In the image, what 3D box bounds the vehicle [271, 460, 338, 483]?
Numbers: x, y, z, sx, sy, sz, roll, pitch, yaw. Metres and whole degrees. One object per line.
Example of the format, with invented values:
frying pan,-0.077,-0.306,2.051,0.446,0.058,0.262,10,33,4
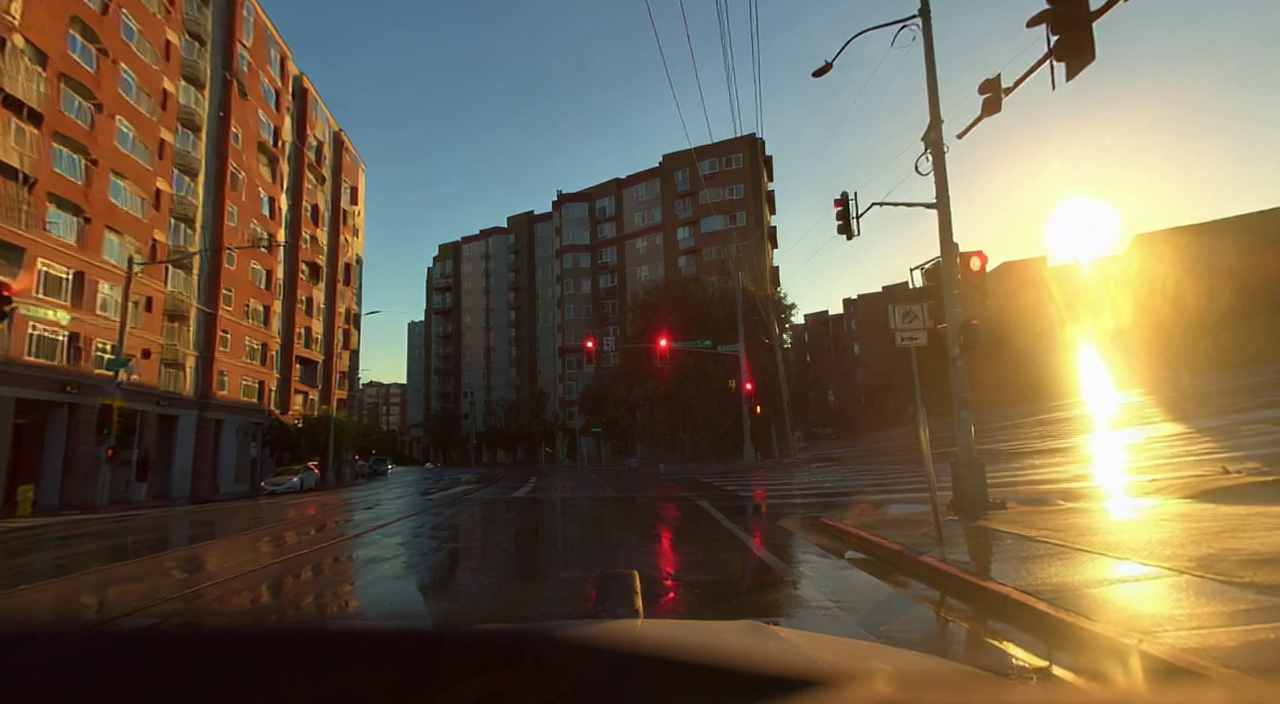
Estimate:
vehicle,-24.637,8.744,46.292,3.882,1.600,1.768,0,-9,2
